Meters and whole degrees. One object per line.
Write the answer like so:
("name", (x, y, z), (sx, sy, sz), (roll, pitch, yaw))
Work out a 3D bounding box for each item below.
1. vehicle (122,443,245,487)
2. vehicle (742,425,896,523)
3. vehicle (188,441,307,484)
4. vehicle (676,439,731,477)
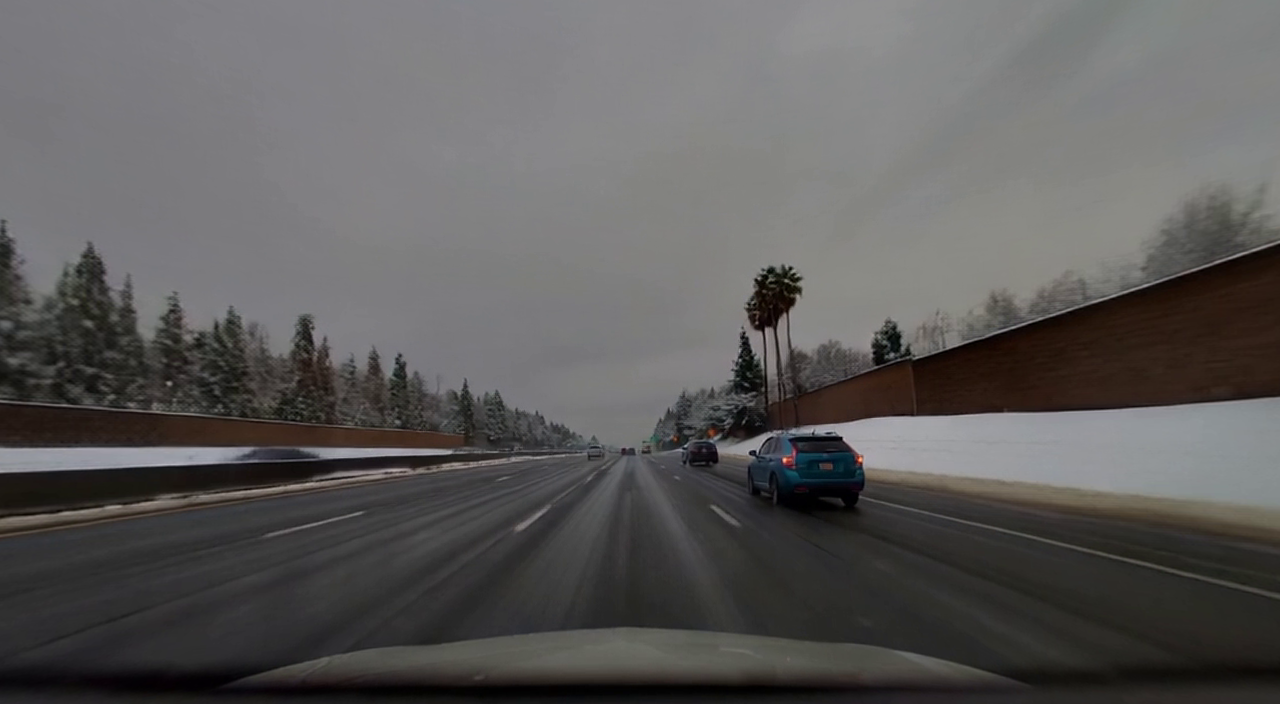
("vehicle", (-20.062, 4.938, 28.120), (2.003, 1.762, 4.668), (0, -9, -1))
("vehicle", (3.477, 2.444, 13.229), (1.910, 1.696, 4.187), (0, -9, -1))
("vehicle", (-16.223, 4.571, 26.526), (2.013, 1.624, 4.630), (0, -9, 0))
("vehicle", (2.954, 5.064, 30.468), (2.045, 1.688, 4.313), (0, -9, -2))
